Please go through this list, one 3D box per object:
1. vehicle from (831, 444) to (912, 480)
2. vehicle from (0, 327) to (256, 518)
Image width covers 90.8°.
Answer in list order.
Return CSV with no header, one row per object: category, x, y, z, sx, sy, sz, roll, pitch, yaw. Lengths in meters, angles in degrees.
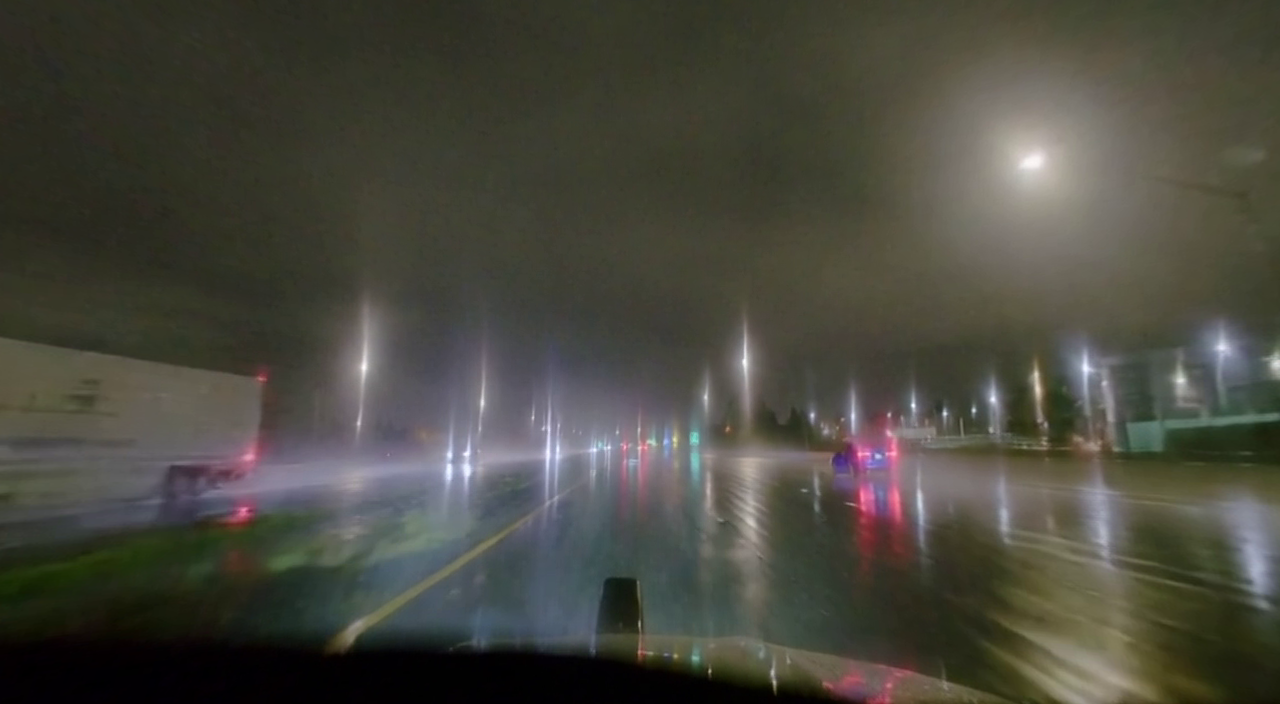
vehicle,10.608,5.064,29.392,2.024,1.481,4.747,0,-8,0
vehicle,-17.579,2.031,17.826,3.115,4.736,16.407,0,-8,0
